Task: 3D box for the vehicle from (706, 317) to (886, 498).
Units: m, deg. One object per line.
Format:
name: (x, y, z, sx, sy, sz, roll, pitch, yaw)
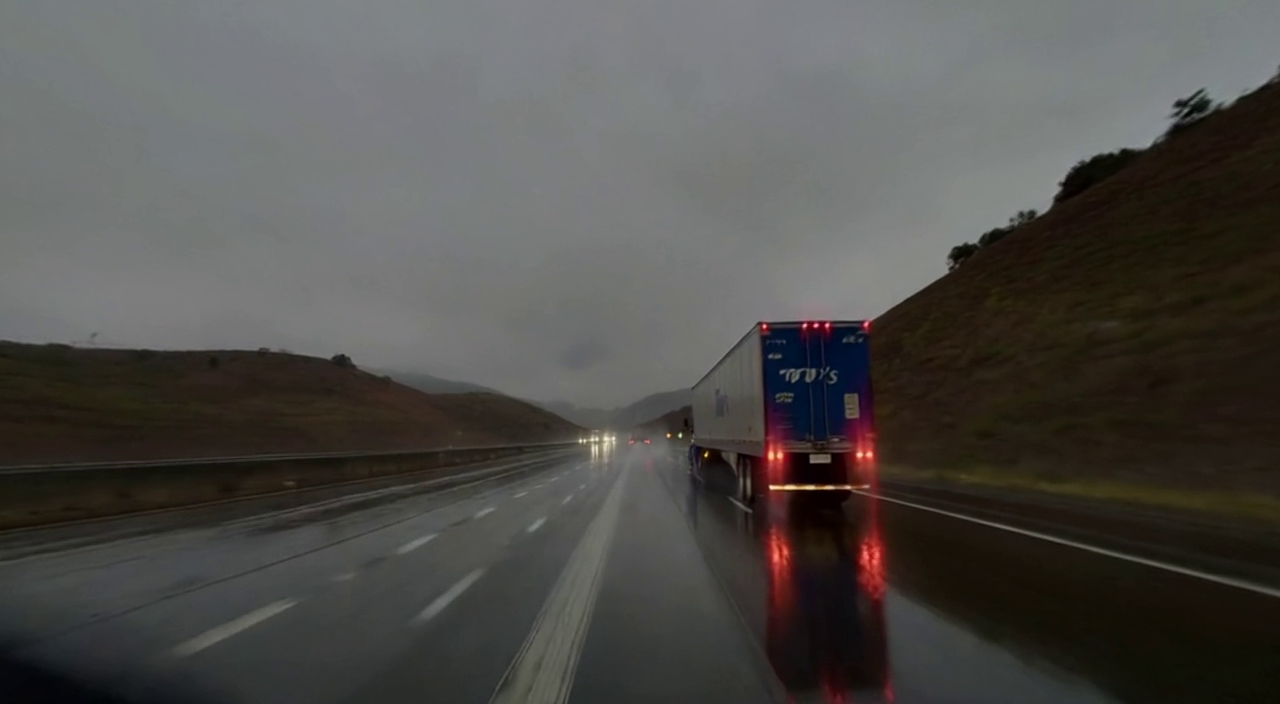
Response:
vehicle: (4.218, 1.979, 19.920, 3.039, 4.342, 9.556, 0, -8, -1)
